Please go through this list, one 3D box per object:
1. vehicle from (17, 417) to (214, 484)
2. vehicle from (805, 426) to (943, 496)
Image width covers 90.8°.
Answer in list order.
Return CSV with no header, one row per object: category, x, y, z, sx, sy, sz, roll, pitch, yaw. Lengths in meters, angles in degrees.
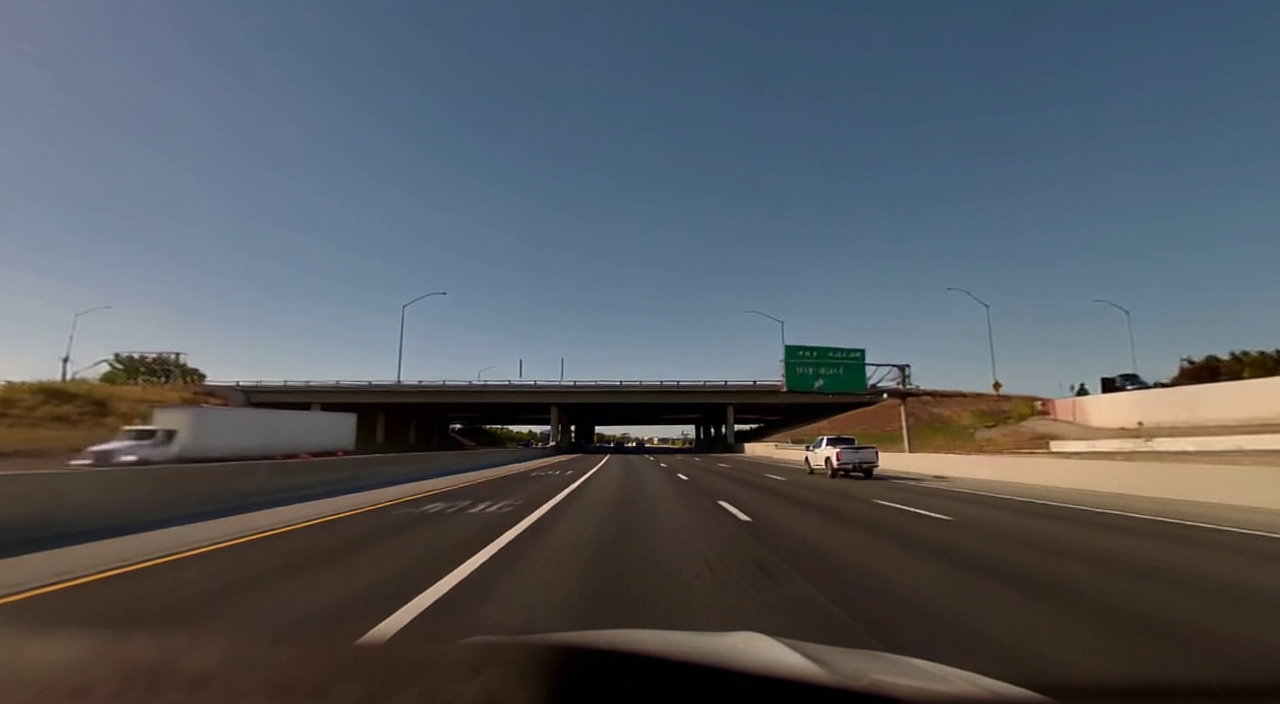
vehicle,-18.566,3.547,22.901,2.304,2.114,5.659,0,-8,-1
vehicle,6.448,3.061,18.117,2.104,1.723,4.538,0,-8,-2
